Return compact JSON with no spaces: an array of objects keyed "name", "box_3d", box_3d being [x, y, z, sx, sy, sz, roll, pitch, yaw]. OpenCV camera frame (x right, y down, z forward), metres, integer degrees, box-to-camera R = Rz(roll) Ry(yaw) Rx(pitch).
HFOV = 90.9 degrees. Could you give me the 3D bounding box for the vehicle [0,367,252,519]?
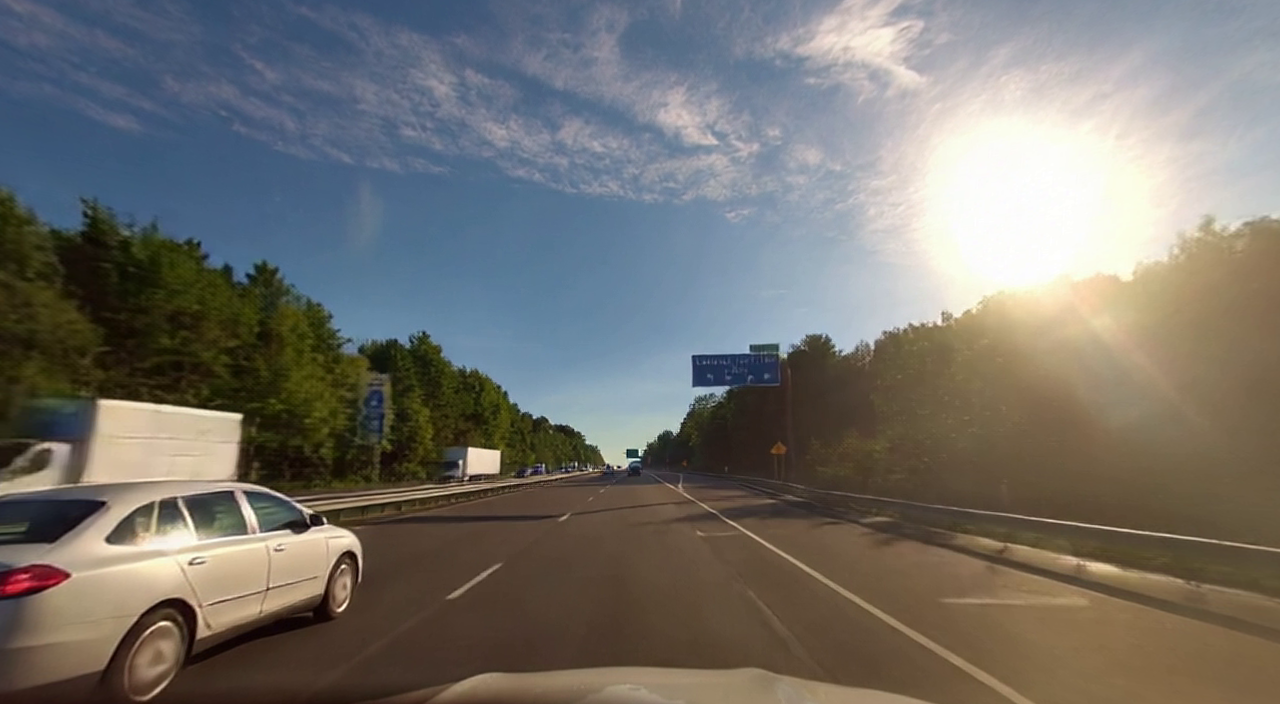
[{"name":"vehicle","box_3d":[-17.122,3.073,20.405,3.012,3.794,9.302,1,-10,0]}]
